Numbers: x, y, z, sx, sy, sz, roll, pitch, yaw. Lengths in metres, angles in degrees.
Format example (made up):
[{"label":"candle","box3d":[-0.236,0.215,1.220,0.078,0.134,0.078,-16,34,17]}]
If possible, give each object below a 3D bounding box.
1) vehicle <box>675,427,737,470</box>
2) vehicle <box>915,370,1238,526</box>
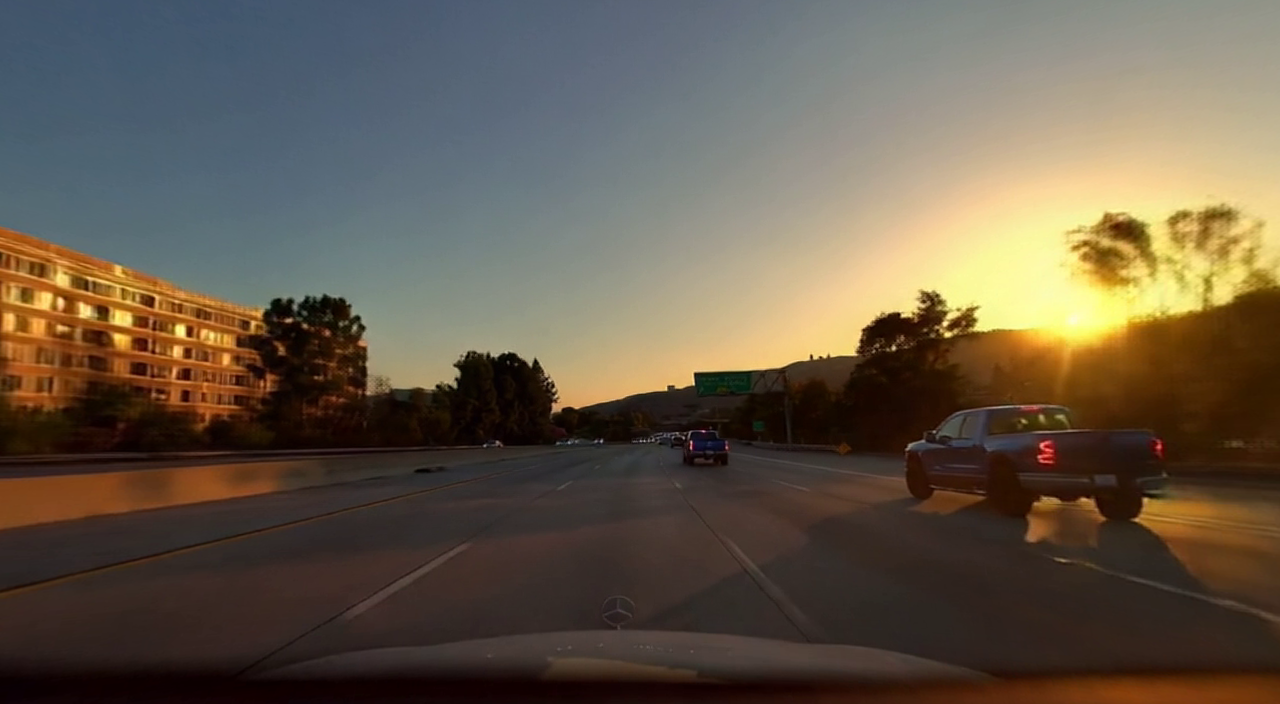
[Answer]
[{"label":"vehicle","box3d":[3.217,4.868,31.954,2.462,1.984,4.718,0,-8,-2]},{"label":"vehicle","box3d":[7.580,1.798,12.002,2.158,2.268,5.396,0,-9,-1]}]
